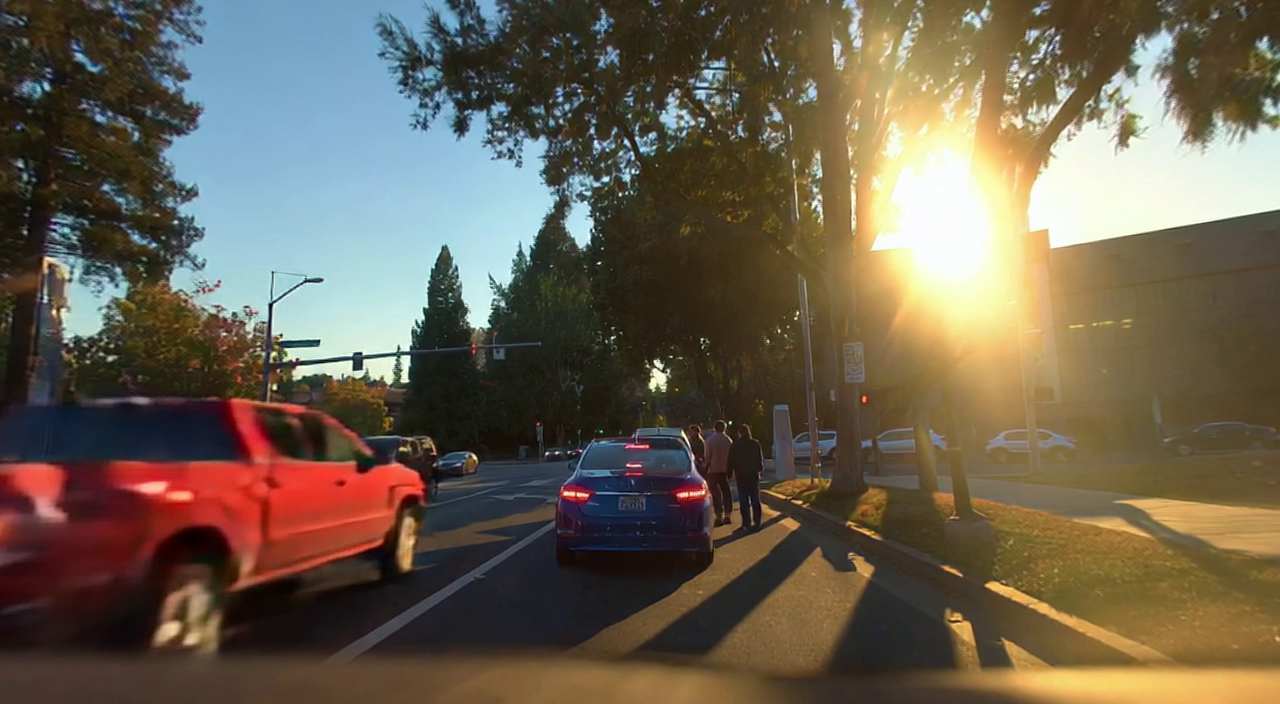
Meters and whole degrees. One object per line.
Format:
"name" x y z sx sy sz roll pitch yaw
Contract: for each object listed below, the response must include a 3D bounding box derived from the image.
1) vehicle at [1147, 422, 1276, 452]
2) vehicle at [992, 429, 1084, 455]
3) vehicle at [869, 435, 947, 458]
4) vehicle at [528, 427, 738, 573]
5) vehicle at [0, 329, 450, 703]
"vehicle" 30.545 4.601 33.789 4.739 1.472 1.804 -5 -10 29
"vehicle" 23.818 5.436 37.746 4.454 1.440 1.816 -5 -10 30
"vehicle" 17.544 6.201 41.114 4.441 1.452 1.798 -5 -10 30
"vehicle" -0.055 1.863 8.681 2.182 1.501 4.150 0 -9 1
"vehicle" -3.492 1.183 4.815 2.273 1.788 5.258 0 -9 2
